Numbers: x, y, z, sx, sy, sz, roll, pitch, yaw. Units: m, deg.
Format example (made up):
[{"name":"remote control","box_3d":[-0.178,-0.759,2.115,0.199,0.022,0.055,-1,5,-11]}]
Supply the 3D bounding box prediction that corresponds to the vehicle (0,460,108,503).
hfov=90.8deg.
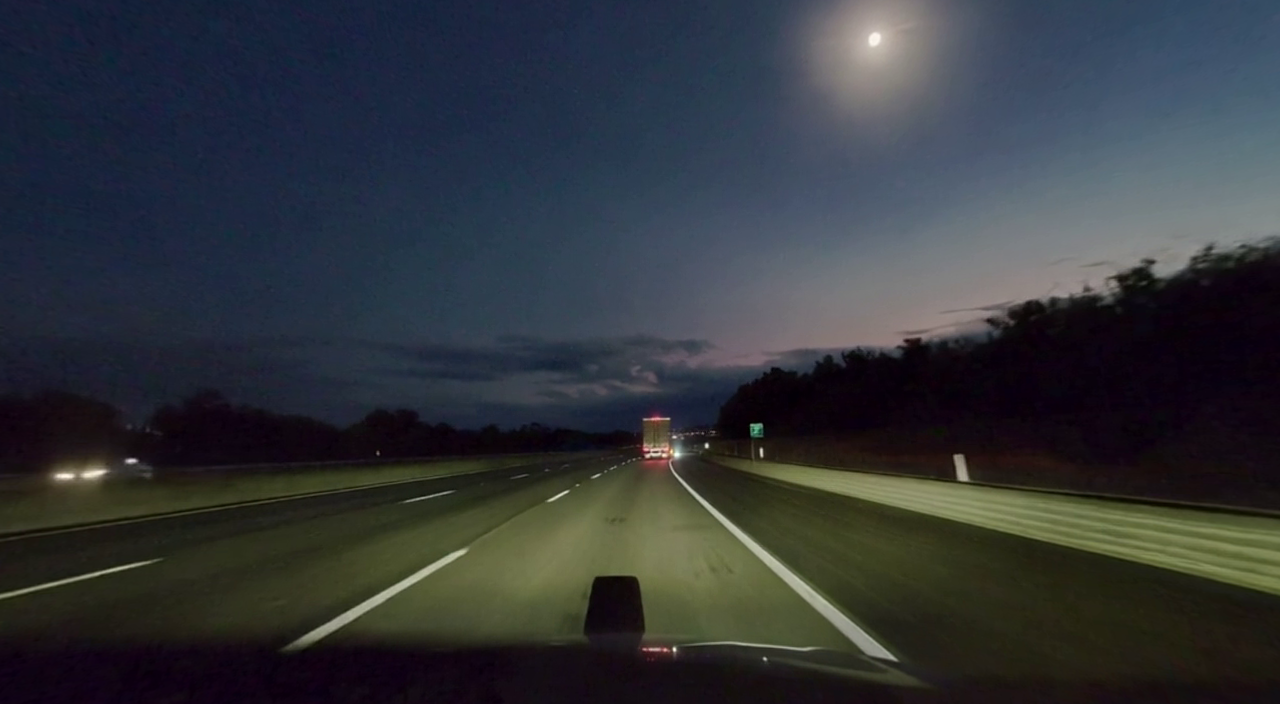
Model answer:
[{"name":"vehicle","box_3d":[-23.675,5.004,24.764,1.791,1.472,4.210,0,-9,1]}]
